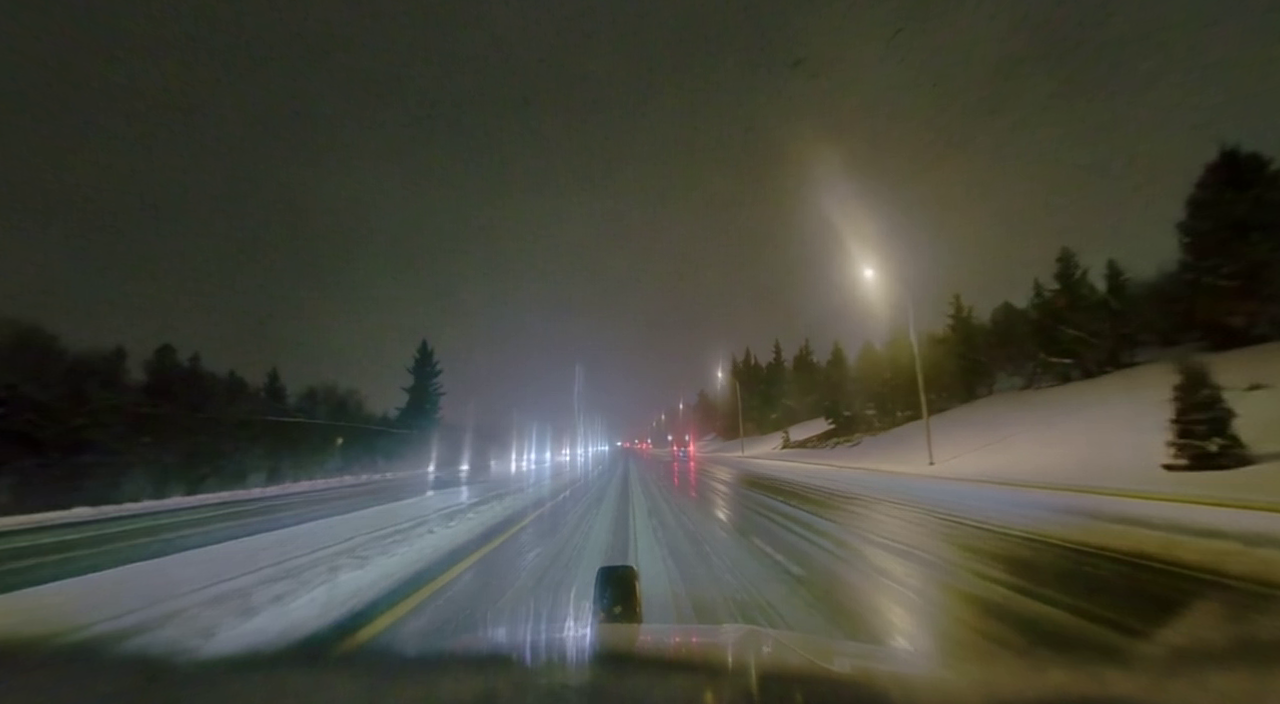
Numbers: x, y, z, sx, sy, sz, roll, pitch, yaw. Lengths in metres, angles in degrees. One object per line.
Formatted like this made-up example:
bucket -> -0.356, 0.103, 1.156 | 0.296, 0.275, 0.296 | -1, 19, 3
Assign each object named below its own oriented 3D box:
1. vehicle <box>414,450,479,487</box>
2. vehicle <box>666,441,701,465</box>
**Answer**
vehicle -> -8.881, 5.333, 29.129 | 1.923, 1.552, 4.293 | 0, -9, -4
vehicle -> 3.177, 7.273, 45.369 | 1.972, 1.614, 4.025 | -2, -9, 11
